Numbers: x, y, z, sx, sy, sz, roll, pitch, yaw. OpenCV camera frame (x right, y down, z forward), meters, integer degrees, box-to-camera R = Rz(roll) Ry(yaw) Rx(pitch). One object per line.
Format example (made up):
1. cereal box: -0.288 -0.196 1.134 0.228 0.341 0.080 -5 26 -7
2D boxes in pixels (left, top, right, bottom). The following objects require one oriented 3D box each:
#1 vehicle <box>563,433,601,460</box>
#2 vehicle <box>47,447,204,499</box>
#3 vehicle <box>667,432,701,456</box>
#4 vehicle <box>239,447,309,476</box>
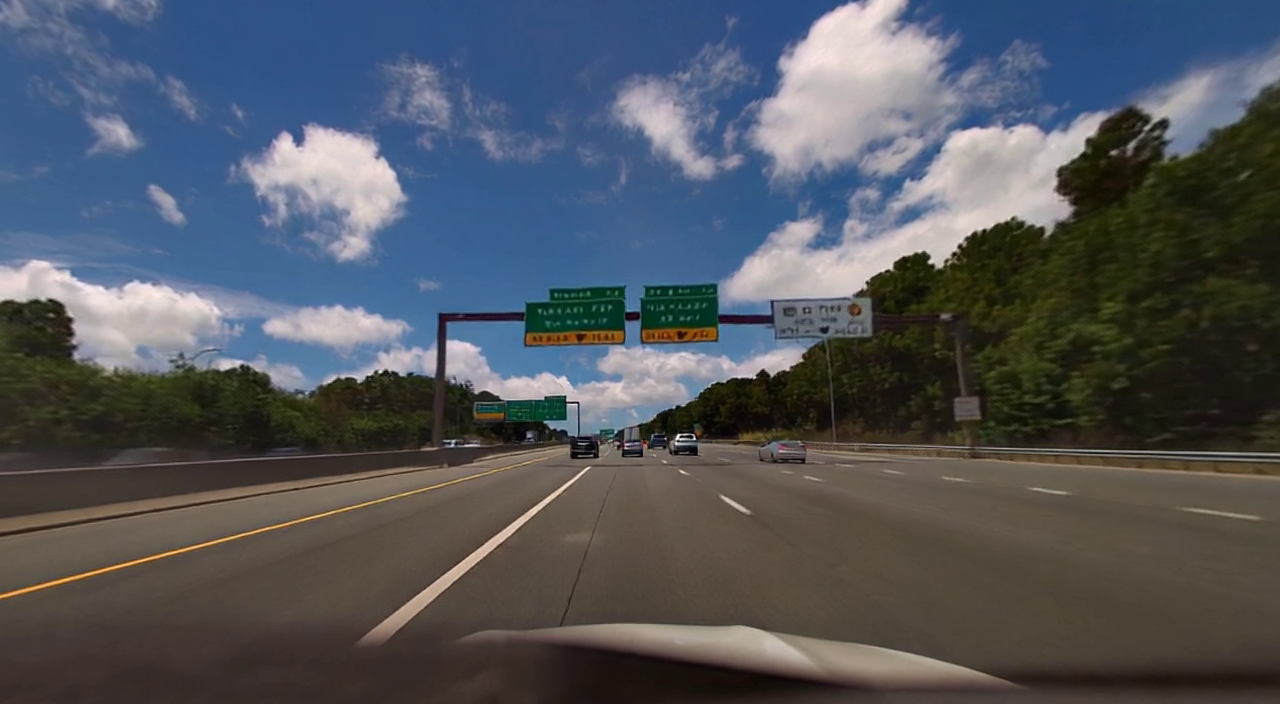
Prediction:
1. vehicle: -3.558 5.878 39.299 2.119 1.629 3.946 0 -8 -2
2. vehicle: -17.288 4.039 21.448 1.854 1.500 4.150 0 -8 -1
3. vehicle: 3.142 6.682 45.739 2.066 1.673 4.225 0 -8 -2
4. vehicle: -22.014 6.573 37.998 1.814 1.516 4.103 0 -8 0
